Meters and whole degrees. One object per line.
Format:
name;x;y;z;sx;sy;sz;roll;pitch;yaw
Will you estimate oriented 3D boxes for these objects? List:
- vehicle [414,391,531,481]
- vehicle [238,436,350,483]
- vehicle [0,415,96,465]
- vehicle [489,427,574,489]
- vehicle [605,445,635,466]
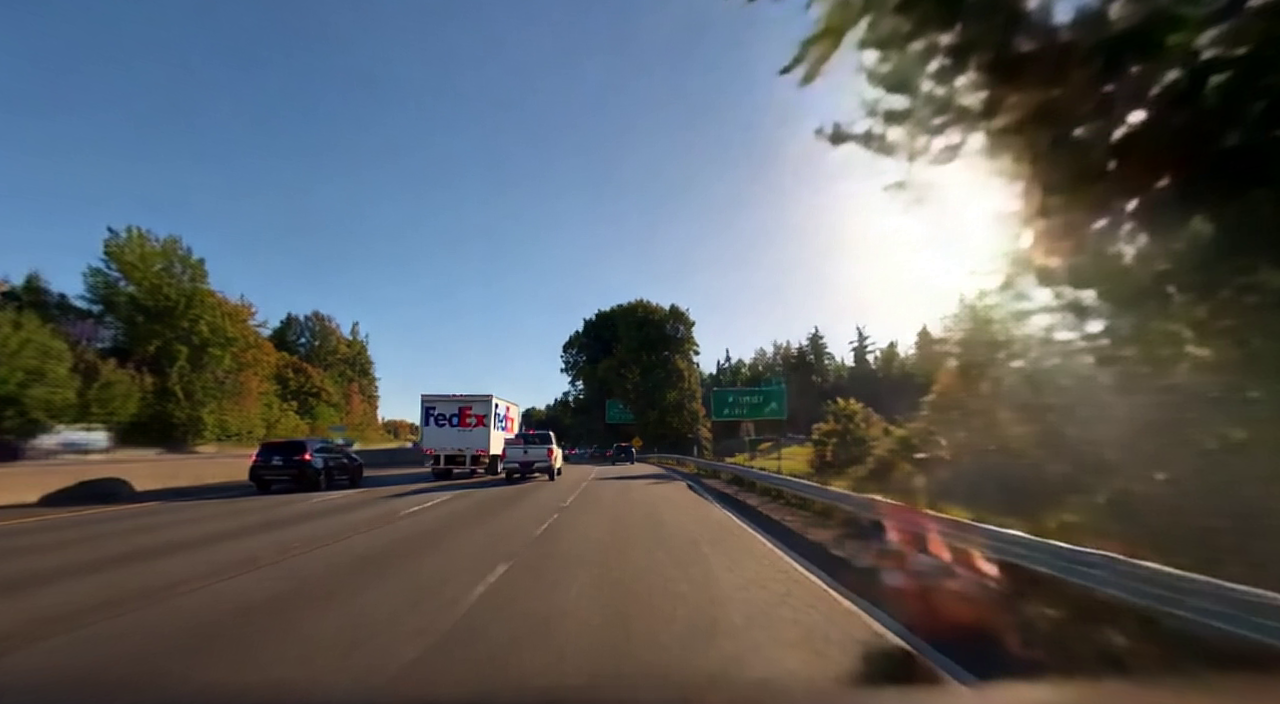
vehicle;-6.823;3.710;27.343;2.870;3.266;8.589;0;-9;-1
vehicle;-13.604;4.256;25.213;2.018;1.668;4.409;0;-9;-1
vehicle;-26.712;3.766;26.785;2.229;1.969;5.765;0;-9;-2
vehicle;-3.602;3.640;21.946;2.170;1.886;4.628;0;-9;-1
vehicle;-1.510;7.603;46.647;2.043;1.489;3.839;1;-9;-4
